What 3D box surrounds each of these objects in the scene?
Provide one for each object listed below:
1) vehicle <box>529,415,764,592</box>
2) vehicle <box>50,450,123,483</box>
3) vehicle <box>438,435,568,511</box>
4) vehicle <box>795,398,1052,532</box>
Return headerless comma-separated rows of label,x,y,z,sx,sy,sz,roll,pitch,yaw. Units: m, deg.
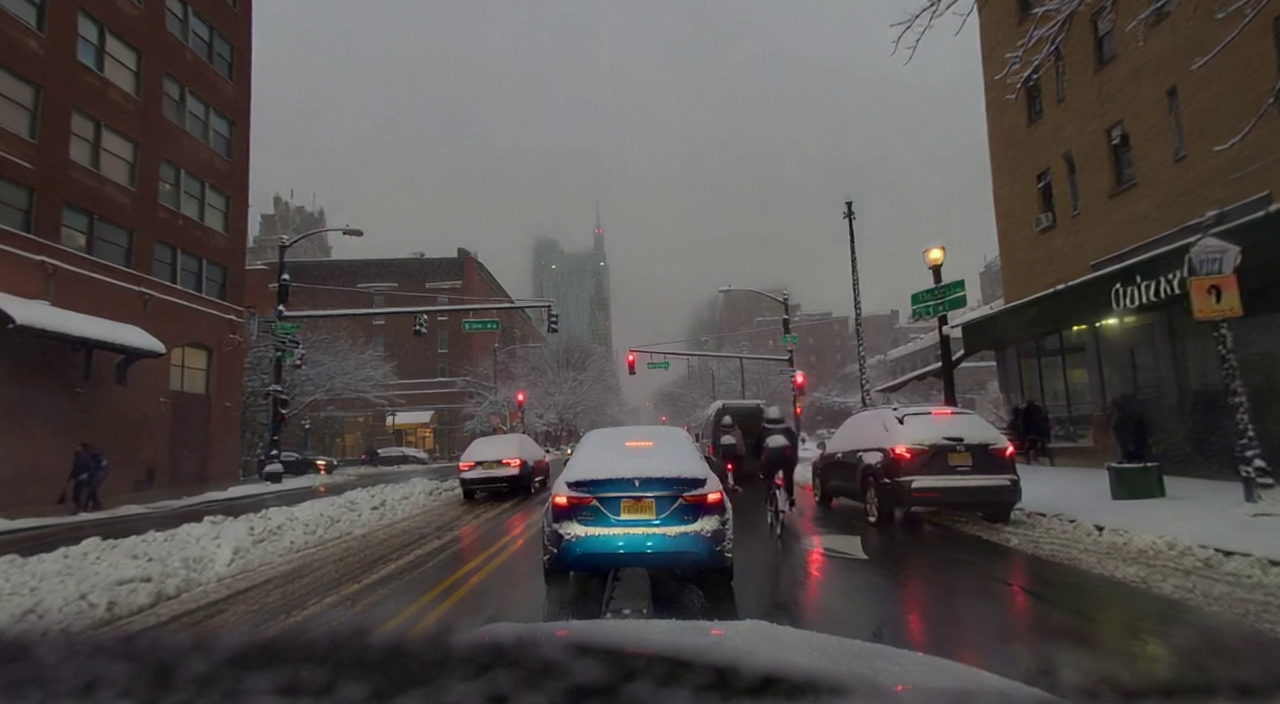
vehicle,0.032,1.657,7.711,2.091,1.557,4.000,0,-9,-1
vehicle,-31.816,6.558,36.375,2.264,1.722,4.721,5,-10,-31
vehicle,-2.943,2.712,14.634,2.039,1.452,4.489,0,-9,0
vehicle,4.513,1.916,11.138,2.142,1.829,4.767,0,-9,-2
